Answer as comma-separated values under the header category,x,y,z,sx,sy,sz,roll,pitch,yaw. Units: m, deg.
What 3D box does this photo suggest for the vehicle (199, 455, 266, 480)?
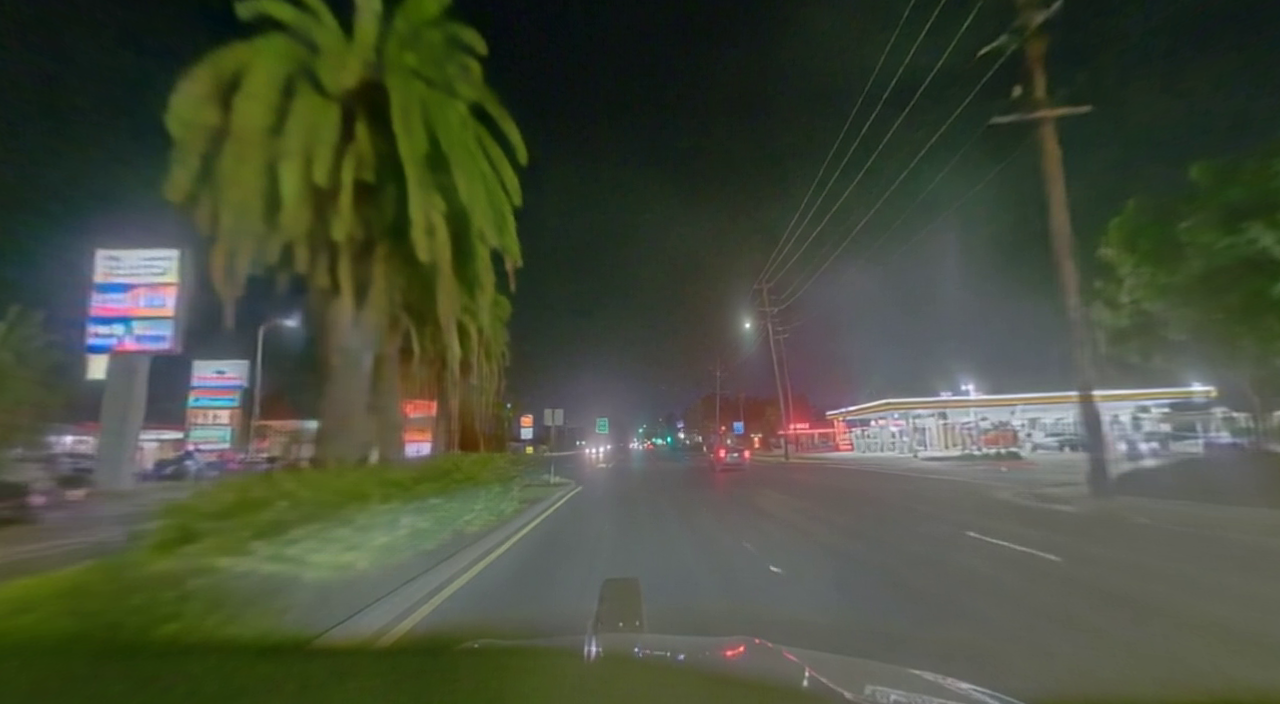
category,x,y,z,sx,sy,sz,roll,pitch,yaw
vehicle,-30.766,8.700,47.877,1.993,1.737,4.539,0,-9,0

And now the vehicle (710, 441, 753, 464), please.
category,x,y,z,sx,sy,sz,roll,pitch,yaw
vehicle,6.298,6.979,43.973,2.261,1.479,4.403,0,-9,-2

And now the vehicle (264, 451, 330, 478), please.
category,x,y,z,sx,sy,sz,roll,pitch,yaw
vehicle,-25.735,8.408,47.607,2.056,1.890,5.063,0,-9,1
